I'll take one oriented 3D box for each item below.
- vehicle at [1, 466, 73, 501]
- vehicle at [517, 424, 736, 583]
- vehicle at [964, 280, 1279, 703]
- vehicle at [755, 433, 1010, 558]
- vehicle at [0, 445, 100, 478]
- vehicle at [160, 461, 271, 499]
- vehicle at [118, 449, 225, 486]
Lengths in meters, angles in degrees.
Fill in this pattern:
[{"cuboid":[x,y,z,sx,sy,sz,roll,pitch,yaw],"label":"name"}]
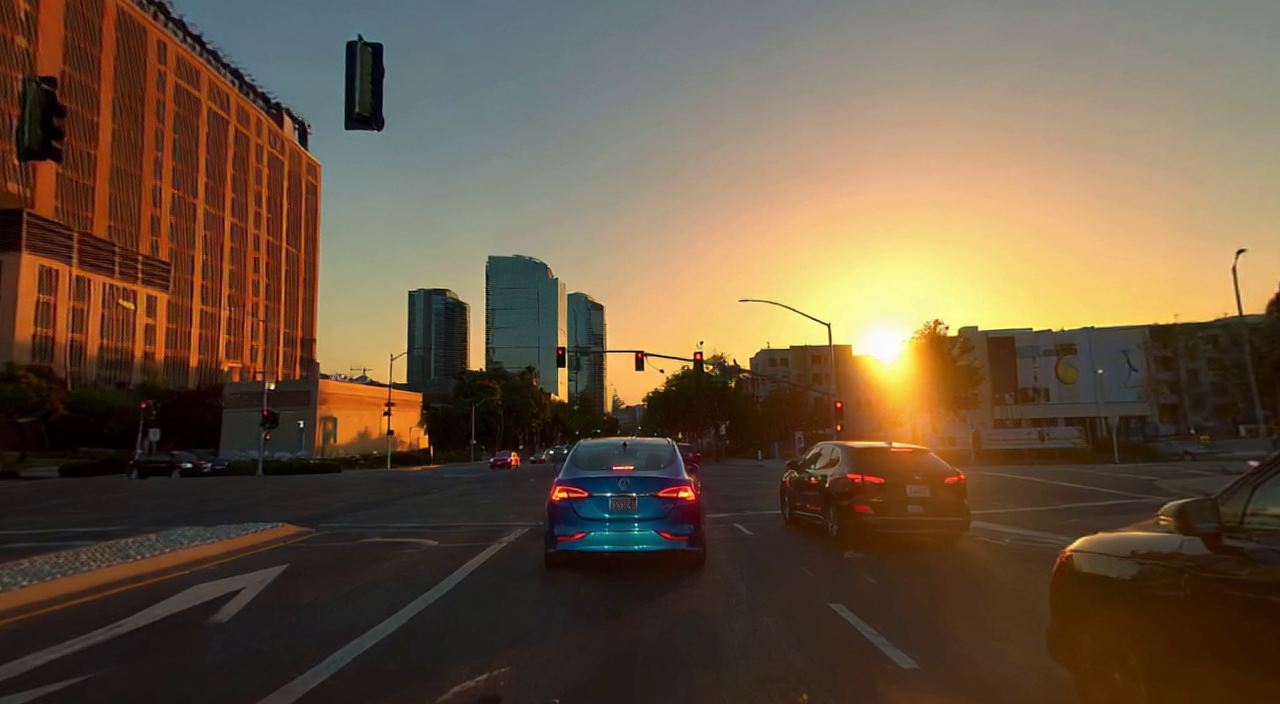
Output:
[{"cuboid":[-27.999,6.077,29.451,1.972,1.433,4.324,8,-12,-39],"label":"vehicle"},{"cuboid":[-0.140,1.740,8.065,2.095,1.502,3.873,0,-8,0],"label":"vehicle"},{"cuboid":[3.000,0.622,1.575,2.047,1.785,4.357,0,-8,0],"label":"vehicle"},{"cuboid":[3.227,1.995,9.593,2.009,1.414,4.416,0,-8,-2],"label":"vehicle"},{"cuboid":[-35.480,6.516,37.473,2.145,1.797,5.198,-1,-10,1],"label":"vehicle"},{"cuboid":[-19.076,5.762,28.703,1.942,1.453,4.448,0,-9,0],"label":"vehicle"},{"cuboid":[-27.481,6.754,37.360,2.300,1.932,5.056,-1,-8,2],"label":"vehicle"}]
